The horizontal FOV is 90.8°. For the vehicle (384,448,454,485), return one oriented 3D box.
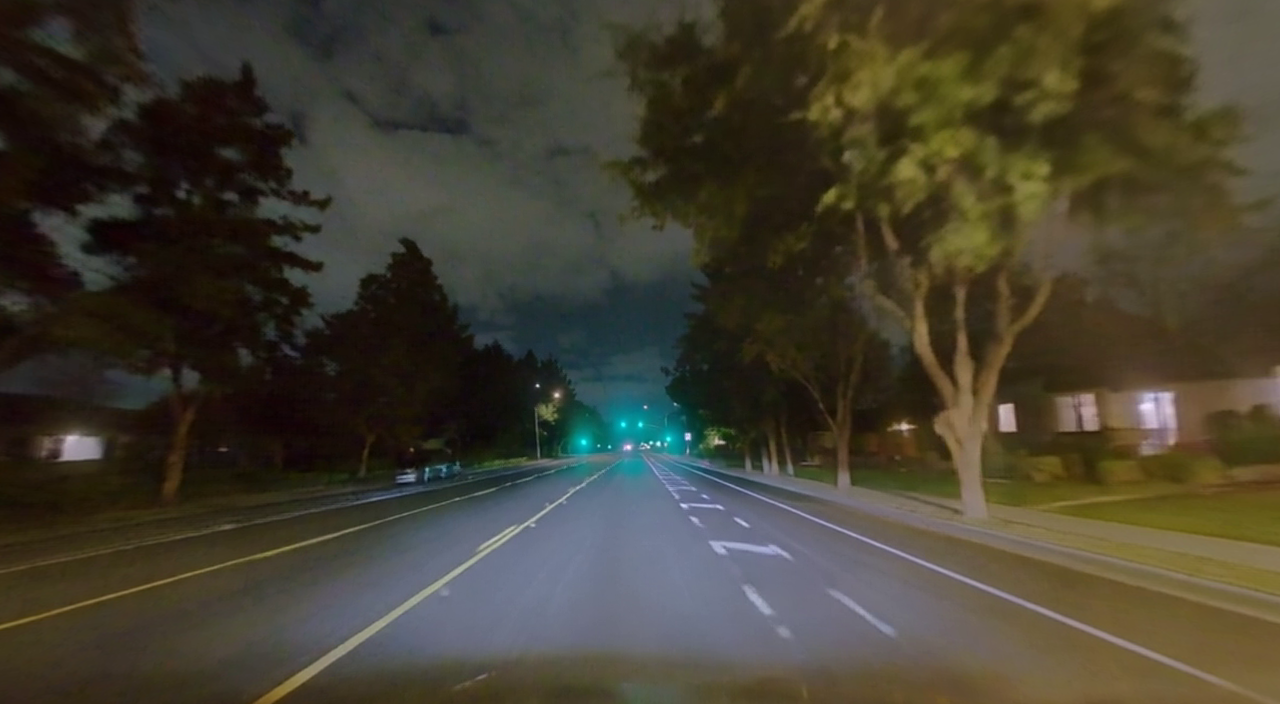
[{"bbox_3d":[-11.754,6.110,33.986,2.047,1.710,4.473,-3,-9,2],"label":"vehicle"}]
